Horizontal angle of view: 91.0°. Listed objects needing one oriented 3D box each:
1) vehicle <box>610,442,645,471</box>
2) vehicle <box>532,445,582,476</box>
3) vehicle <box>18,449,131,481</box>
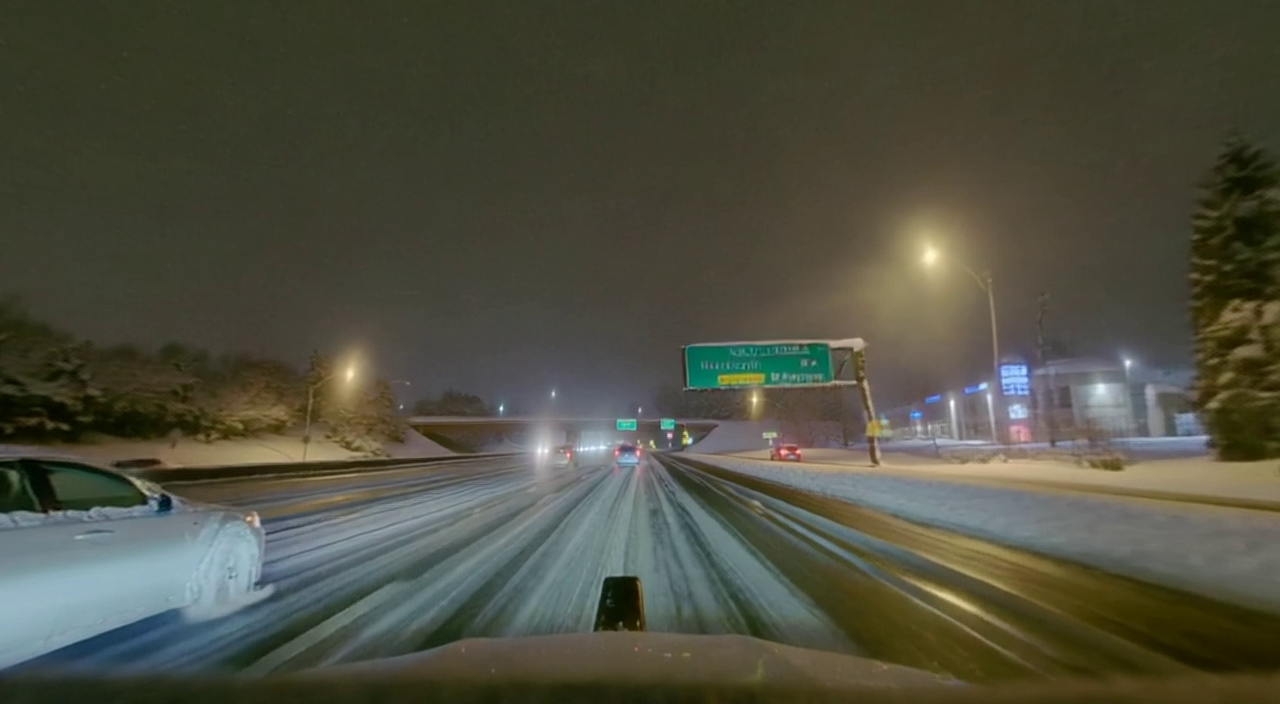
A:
[{"bbox_3d":[-0.763,6.661,40.308,2.102,1.692,4.057,0,-9,1],"label":"vehicle"},{"bbox_3d":[-4.498,5.964,34.926,2.071,1.553,4.388,0,-9,1],"label":"vehicle"},{"bbox_3d":[-29.844,5.949,33.453,1.881,1.532,4.469,0,-9,-1],"label":"vehicle"}]
